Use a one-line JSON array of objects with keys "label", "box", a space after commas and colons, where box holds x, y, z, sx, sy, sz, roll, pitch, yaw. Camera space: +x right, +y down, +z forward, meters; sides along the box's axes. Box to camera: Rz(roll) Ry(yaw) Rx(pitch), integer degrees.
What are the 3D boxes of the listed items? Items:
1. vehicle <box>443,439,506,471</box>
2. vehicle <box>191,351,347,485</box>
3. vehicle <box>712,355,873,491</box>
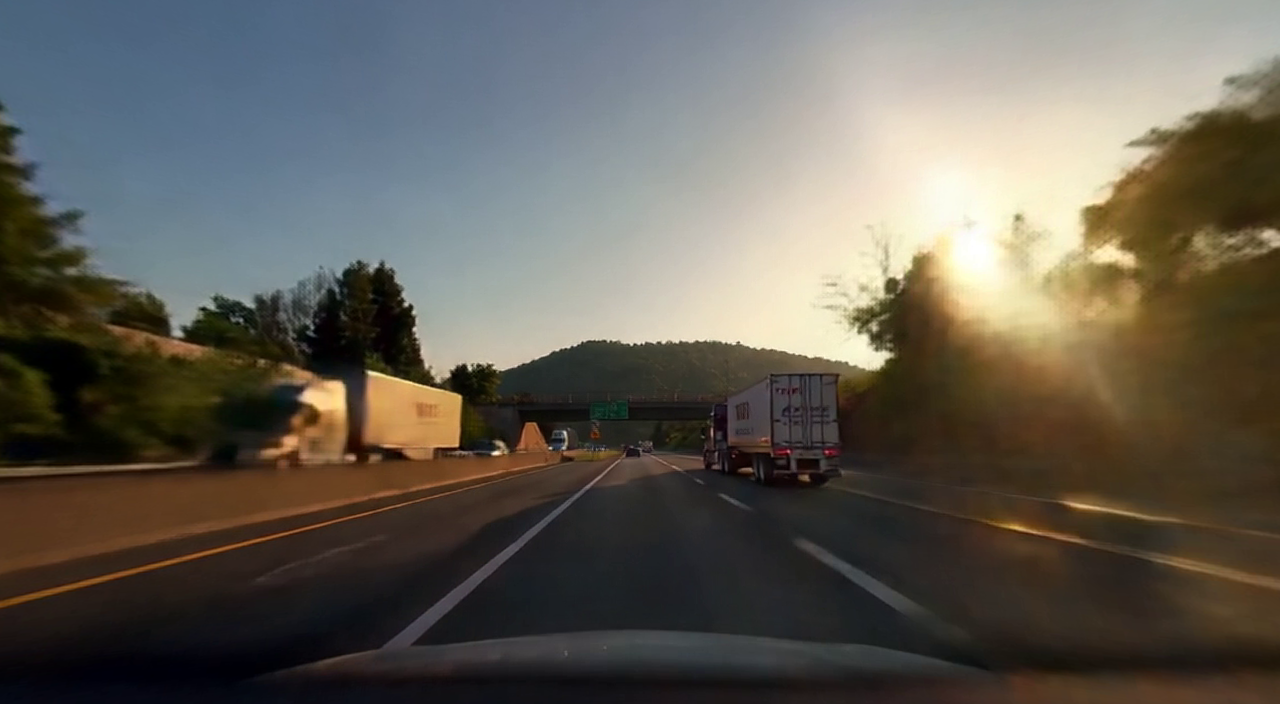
[{"label": "vehicle", "box": [-8.303, 5.232, 31.983, 2.061, 1.505, 3.990, 0, -9, 0]}, {"label": "vehicle", "box": [-11.831, 2.161, 20.372, 3.293, 4.054, 2.389, 0, -9, 0]}, {"label": "vehicle", "box": [5.332, 3.196, 25.978, 2.983, 4.030, 14.444, 0, -9, 0]}]
